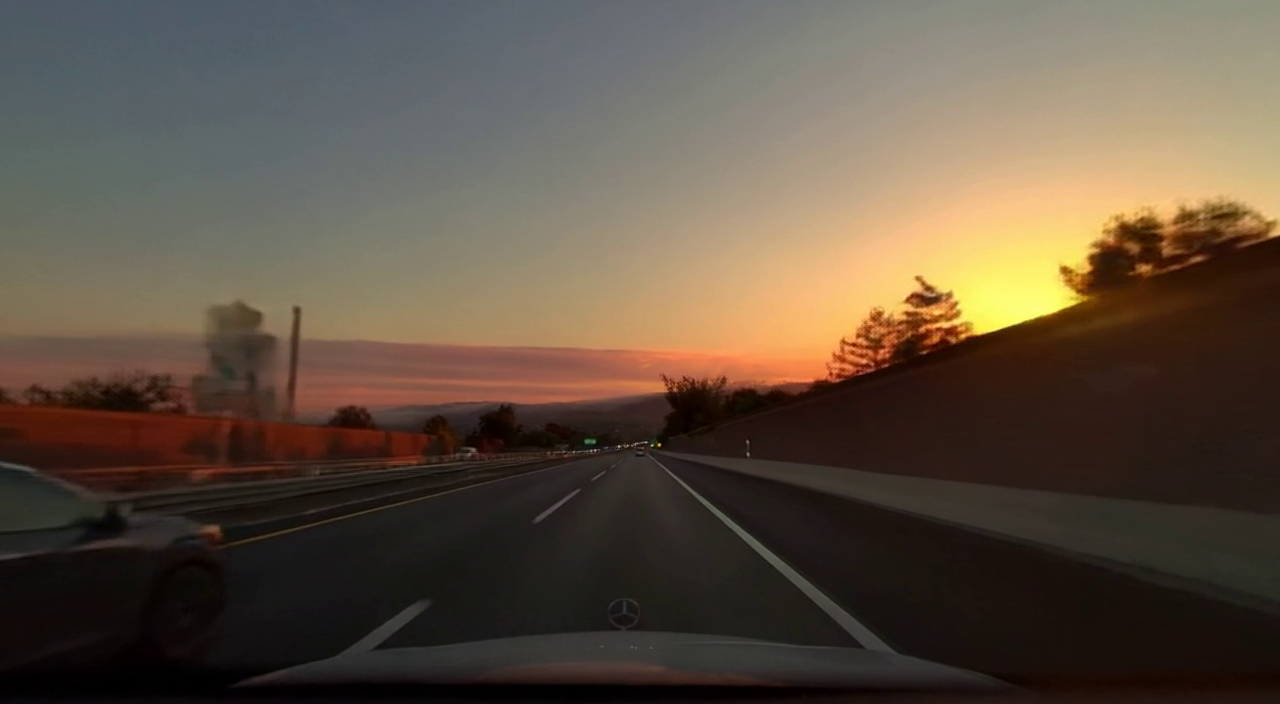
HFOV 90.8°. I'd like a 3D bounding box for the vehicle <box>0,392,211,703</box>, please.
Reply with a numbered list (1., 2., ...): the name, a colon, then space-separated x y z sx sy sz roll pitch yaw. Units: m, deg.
1. vehicle: -4.067 0.922 2.457 1.844 1.620 4.142 0 -9 0
